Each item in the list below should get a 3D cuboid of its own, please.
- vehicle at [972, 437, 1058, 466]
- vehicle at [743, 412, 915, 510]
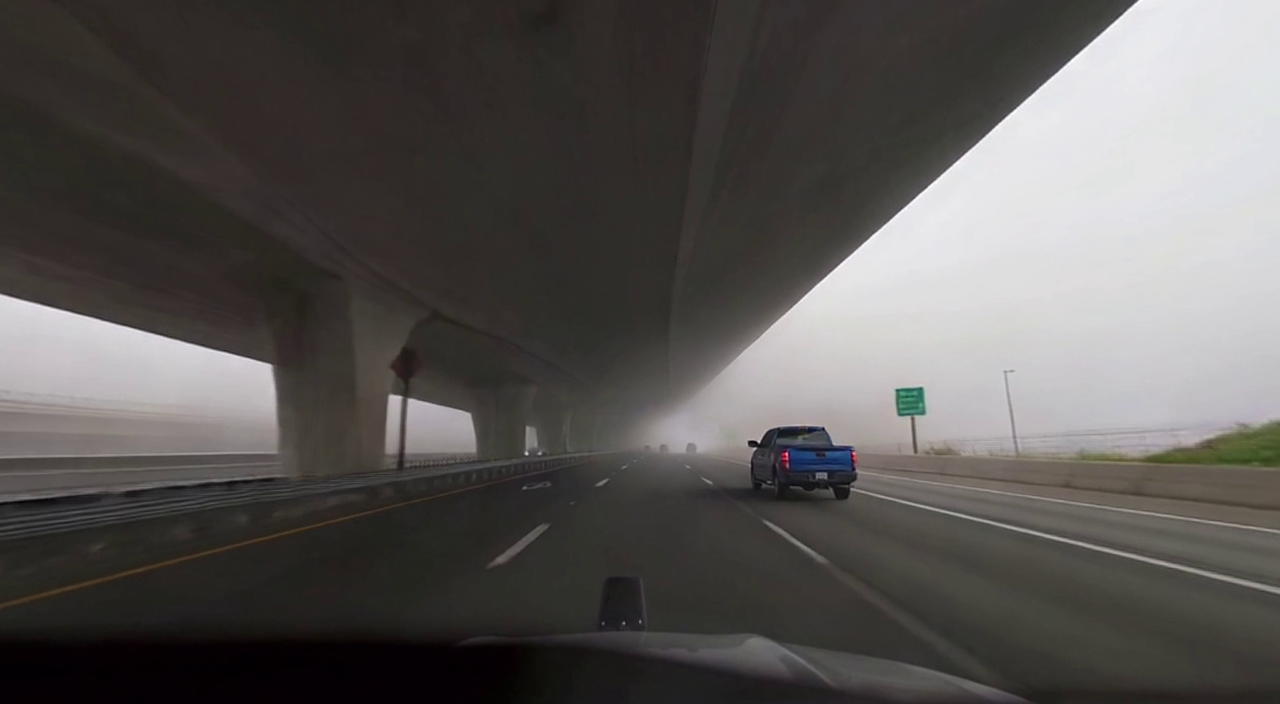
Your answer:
[{"bbox_3d":[22.000,5.842,37.237,1.911,1.577,4.477,1,-9,-8],"label":"vehicle"},{"bbox_3d":[4.380,2.675,15.932,2.505,2.020,5.532,0,-8,-1],"label":"vehicle"}]
